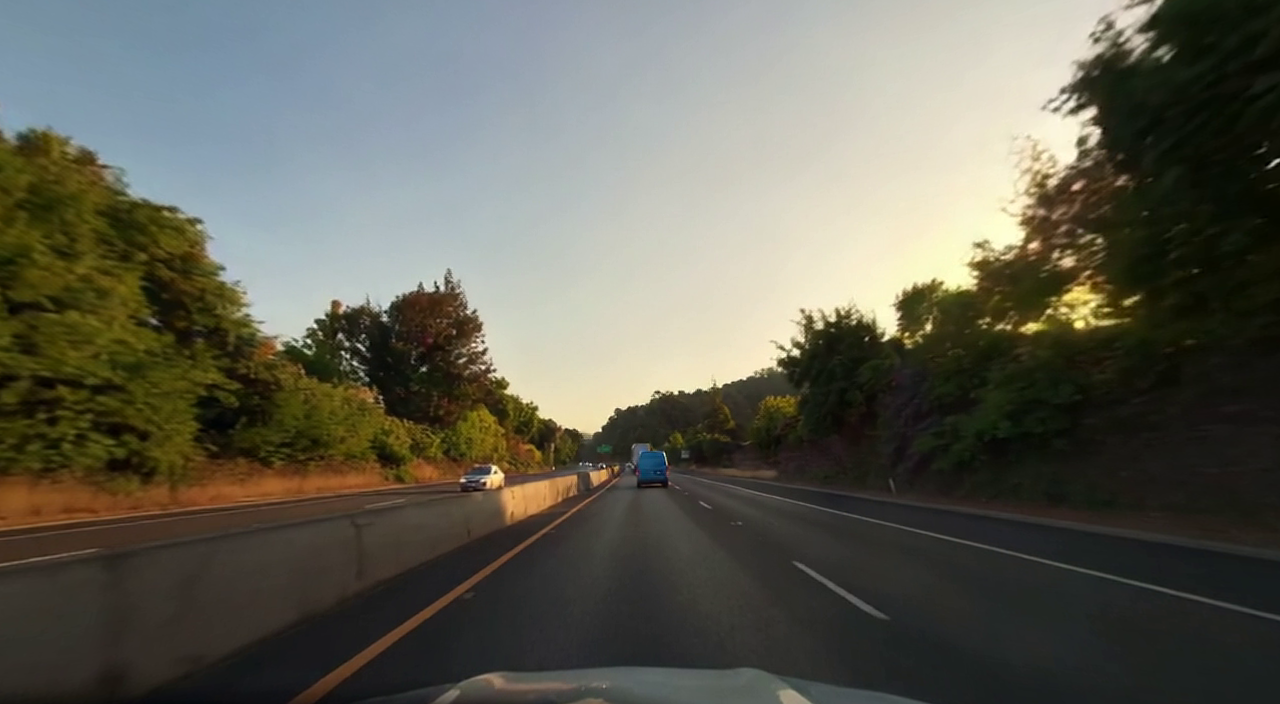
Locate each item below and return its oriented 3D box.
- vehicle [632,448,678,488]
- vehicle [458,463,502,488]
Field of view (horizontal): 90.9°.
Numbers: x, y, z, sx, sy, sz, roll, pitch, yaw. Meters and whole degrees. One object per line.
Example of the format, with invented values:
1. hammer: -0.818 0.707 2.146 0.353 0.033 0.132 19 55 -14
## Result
1. vehicle: 0.802 6.792 36.843 2.429 2.167 4.558 1 -11 -2
2. vehicle: -11.923 9.217 47.260 2.023 1.743 4.528 1 -11 0
